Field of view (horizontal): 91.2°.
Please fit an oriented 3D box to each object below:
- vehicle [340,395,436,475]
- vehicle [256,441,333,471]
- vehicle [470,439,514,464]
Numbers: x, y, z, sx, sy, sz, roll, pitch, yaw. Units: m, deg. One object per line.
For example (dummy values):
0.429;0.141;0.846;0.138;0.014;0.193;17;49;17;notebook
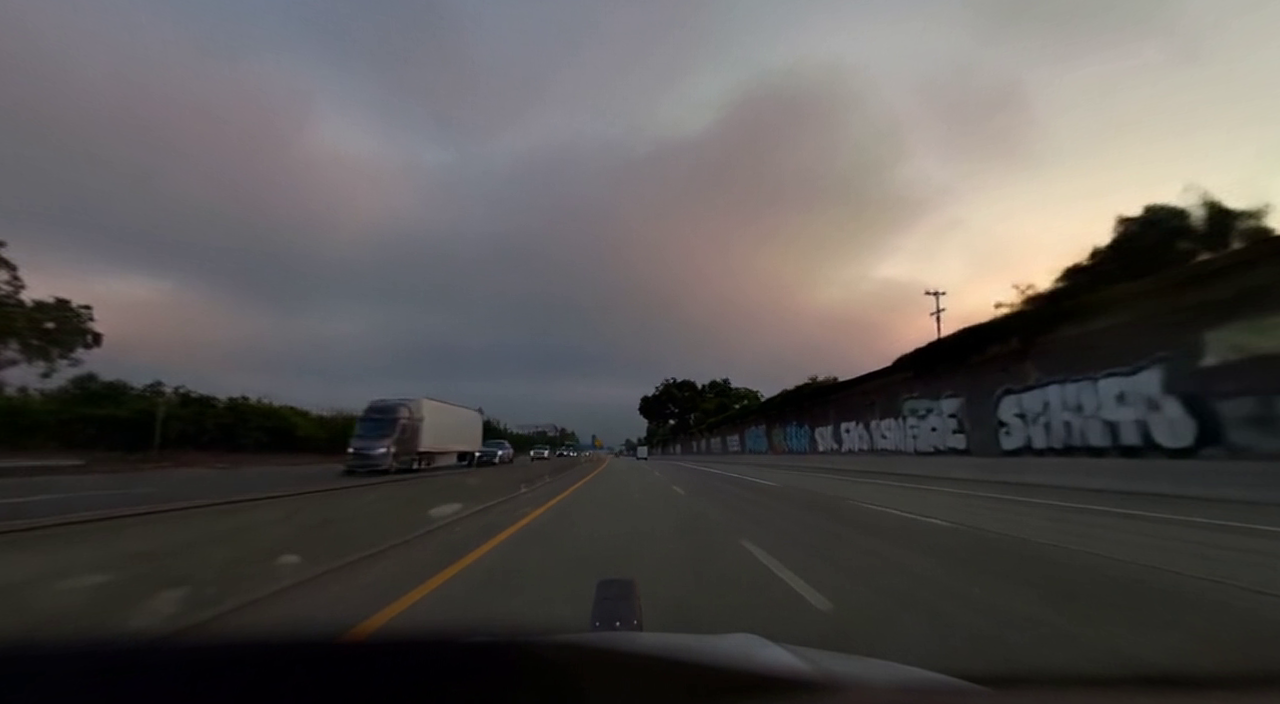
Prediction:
-14.065;4.763;35.571;2.852;4.117;6.059;0;-9;-1;vehicle
-19.288;5.813;35.210;1.899;1.577;4.432;0;-9;-2;vehicle
-9.975;6.730;42.510;1.978;1.542;4.321;0;-9;0;vehicle
